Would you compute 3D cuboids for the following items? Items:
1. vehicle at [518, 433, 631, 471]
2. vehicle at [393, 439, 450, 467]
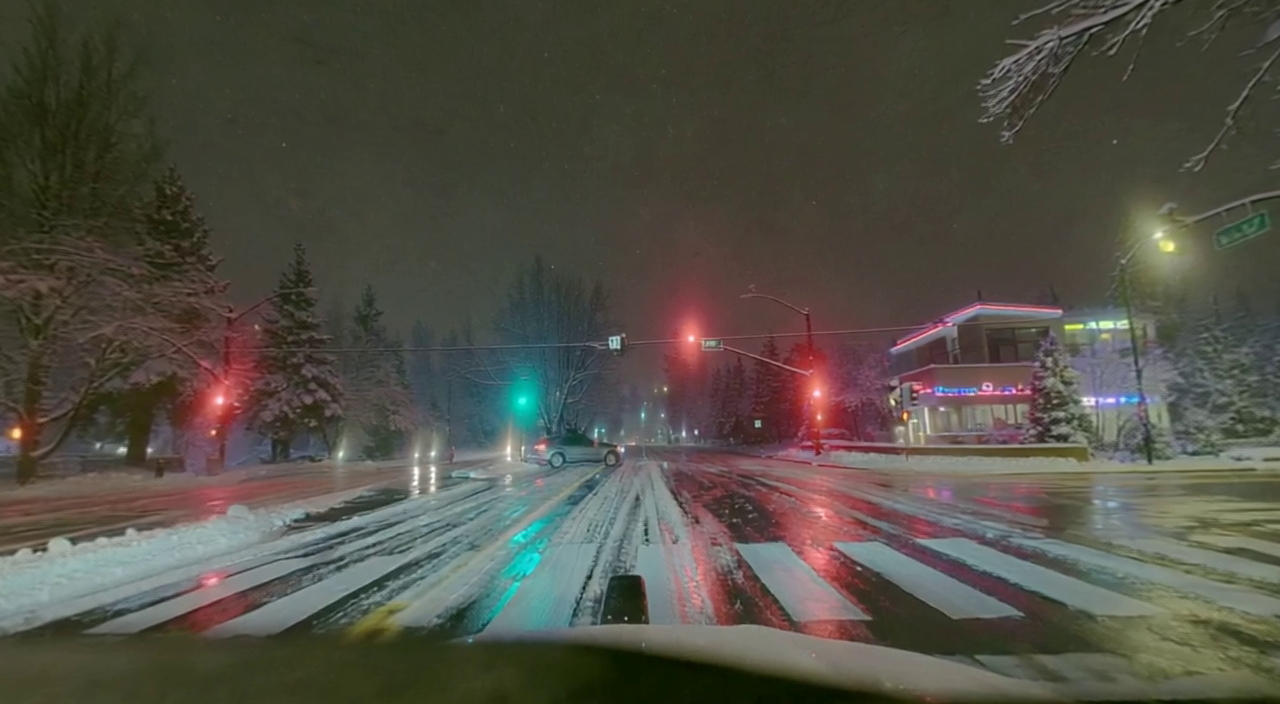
[{"bbox_3d":[-2.774,4.375,27.725,2.521,1.522,4.418,-7,-11,39],"label":"vehicle"},{"bbox_3d":[-14.773,6.833,42.937,2.169,1.753,4.640,0,-8,0],"label":"vehicle"}]
